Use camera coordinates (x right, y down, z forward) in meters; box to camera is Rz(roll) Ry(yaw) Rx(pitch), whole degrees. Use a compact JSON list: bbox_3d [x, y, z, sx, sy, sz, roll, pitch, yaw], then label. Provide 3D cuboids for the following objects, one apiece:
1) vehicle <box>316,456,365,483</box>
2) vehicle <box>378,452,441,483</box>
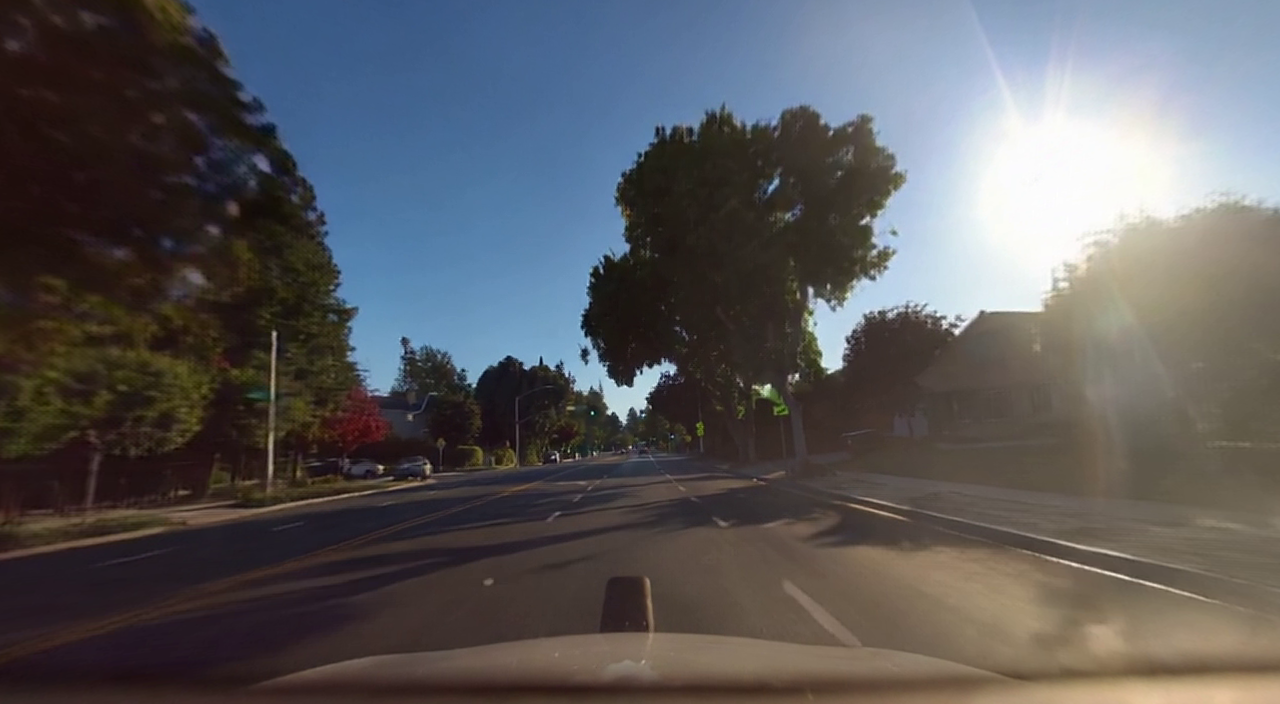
[{"bbox_3d":[-19.205,7.512,40.534,2.012,1.572,3.830,1,-9,-13],"label":"vehicle"},{"bbox_3d":[-14.180,7.102,39.035,2.199,1.592,4.492,-4,-8,1],"label":"vehicle"}]
